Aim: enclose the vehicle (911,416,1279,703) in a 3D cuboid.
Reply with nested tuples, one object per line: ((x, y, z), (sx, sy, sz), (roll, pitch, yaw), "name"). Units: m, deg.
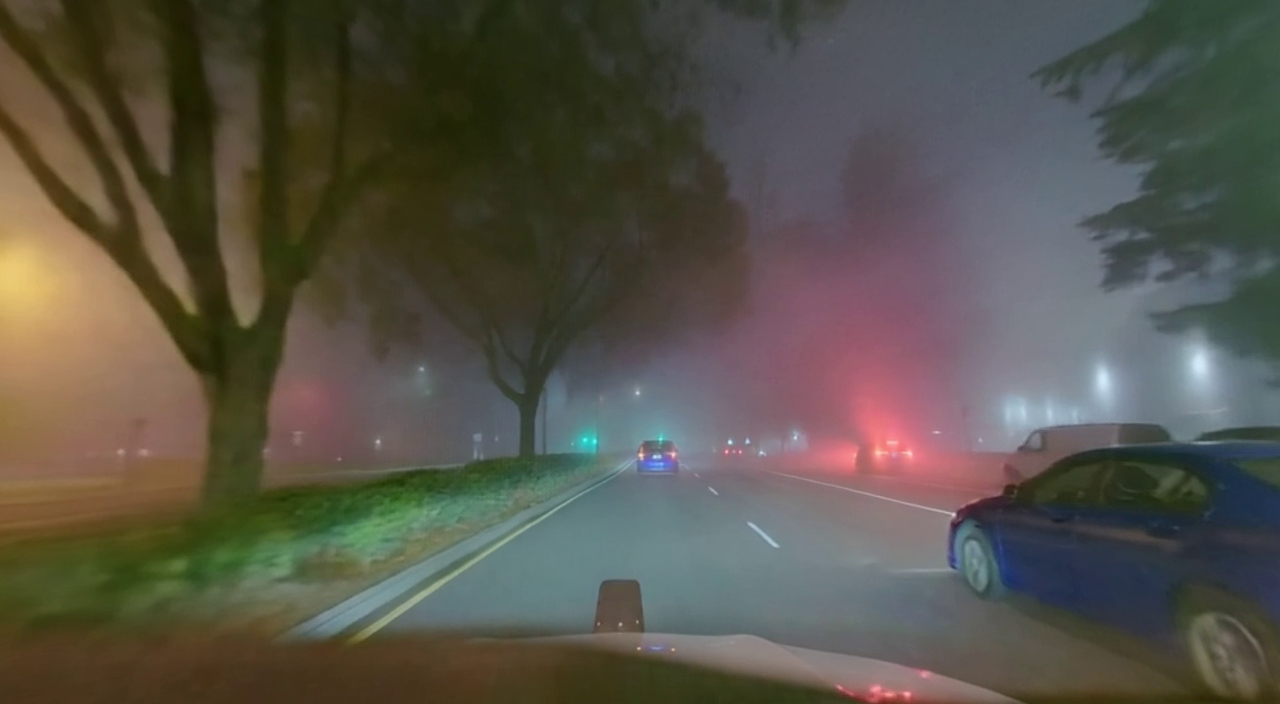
((3.854, 1.239, 4.465), (1.918, 1.418, 4.360), (0, -8, 0), "vehicle")

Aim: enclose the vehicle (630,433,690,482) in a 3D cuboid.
((0.719, 4.038, 24.371), (2.085, 1.693, 4.301), (0, -8, 0), "vehicle")
